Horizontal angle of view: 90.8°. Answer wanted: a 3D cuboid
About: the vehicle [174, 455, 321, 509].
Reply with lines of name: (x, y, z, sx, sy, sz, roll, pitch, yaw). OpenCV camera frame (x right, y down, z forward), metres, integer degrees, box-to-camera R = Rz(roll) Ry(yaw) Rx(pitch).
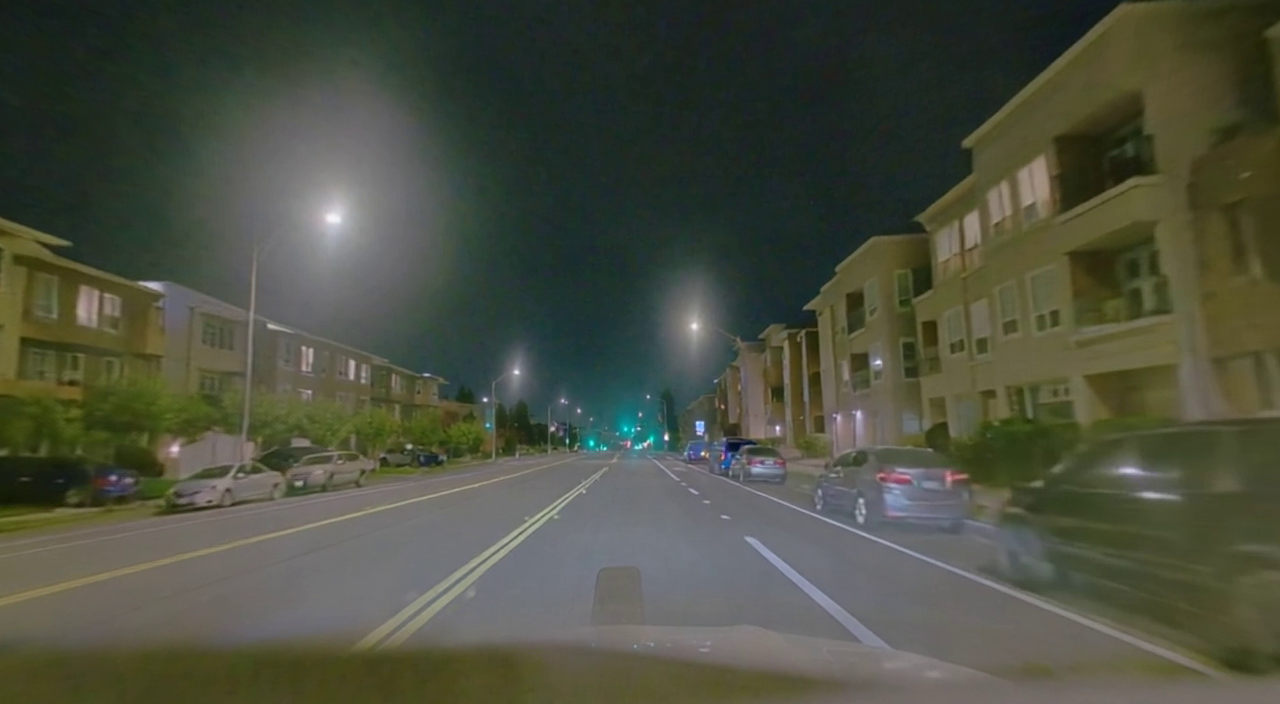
vehicle: (-12.751, 4.205, 20.968, 1.954, 1.491, 4.633, 0, -8, -1)

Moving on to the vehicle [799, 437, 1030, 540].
vehicle: (4.660, 2.363, 11.708, 2.024, 1.491, 4.647, 0, -8, -2)

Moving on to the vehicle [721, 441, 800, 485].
vehicle: (4.467, 4.186, 24.170, 1.923, 1.493, 4.628, 0, -8, -2)

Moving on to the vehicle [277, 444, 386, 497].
vehicle: (-12.770, 4.887, 26.662, 2.149, 1.865, 5.247, -3, -8, -2)

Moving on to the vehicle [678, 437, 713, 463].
vehicle: (4.210, 7.584, 49.011, 2.052, 1.859, 4.778, 0, -8, -3)

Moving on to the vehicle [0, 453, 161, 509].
vehicle: (-17.380, 3.808, 18.811, 4.661, 1.523, 1.841, 0, -8, 0)

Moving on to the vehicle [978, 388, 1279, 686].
vehicle: (4.698, 1.205, 4.540, 1.927, 1.718, 4.679, 0, -8, 0)
